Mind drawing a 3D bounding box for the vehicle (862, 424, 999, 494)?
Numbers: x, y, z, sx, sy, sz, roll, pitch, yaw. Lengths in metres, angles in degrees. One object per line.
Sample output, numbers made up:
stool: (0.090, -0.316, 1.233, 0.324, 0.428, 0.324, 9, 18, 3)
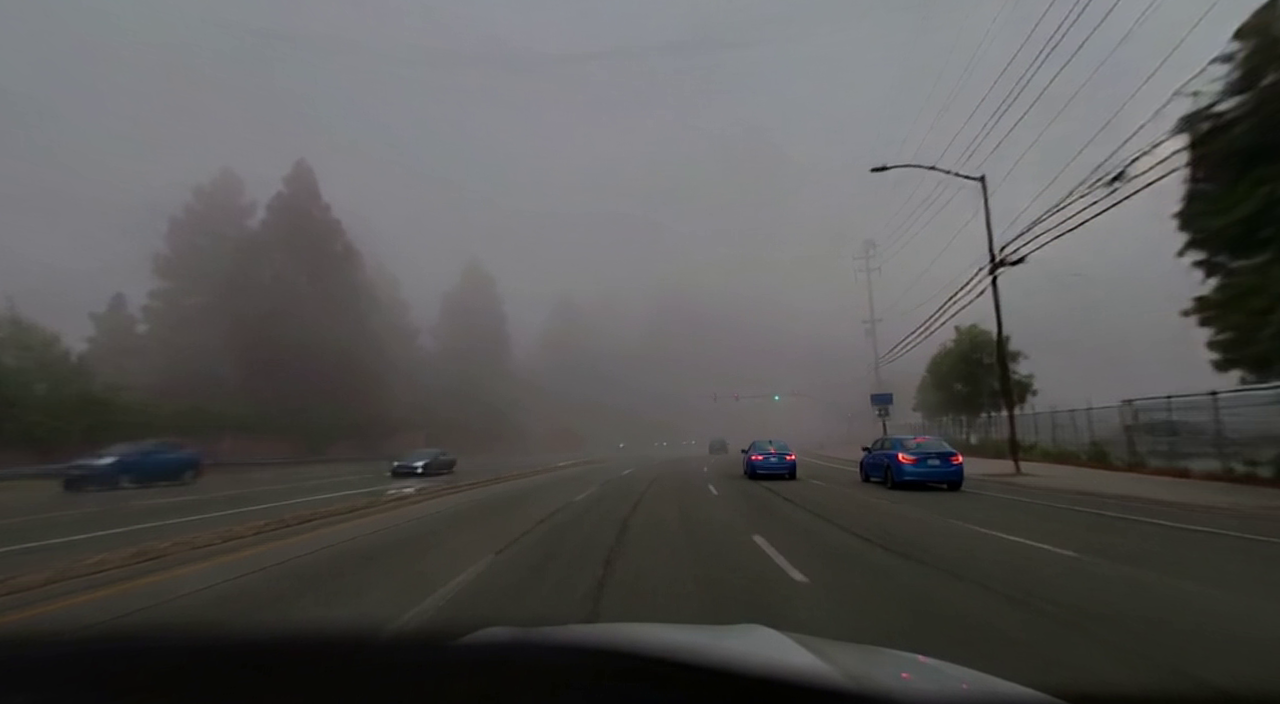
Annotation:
vehicle: (8.261, 3.084, 18.521, 2.029, 1.795, 4.371, -1, -8, 2)

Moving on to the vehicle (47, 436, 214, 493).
vehicle: (-17.803, 3.916, 22.446, 1.948, 1.772, 4.491, -1, -8, 4)

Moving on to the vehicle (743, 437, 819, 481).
vehicle: (5.073, 3.895, 23.337, 2.035, 1.460, 4.392, -1, -8, 3)

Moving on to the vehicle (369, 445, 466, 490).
vehicle: (-8.655, 4.514, 25.059, 2.107, 1.587, 4.514, -1, -8, 2)
